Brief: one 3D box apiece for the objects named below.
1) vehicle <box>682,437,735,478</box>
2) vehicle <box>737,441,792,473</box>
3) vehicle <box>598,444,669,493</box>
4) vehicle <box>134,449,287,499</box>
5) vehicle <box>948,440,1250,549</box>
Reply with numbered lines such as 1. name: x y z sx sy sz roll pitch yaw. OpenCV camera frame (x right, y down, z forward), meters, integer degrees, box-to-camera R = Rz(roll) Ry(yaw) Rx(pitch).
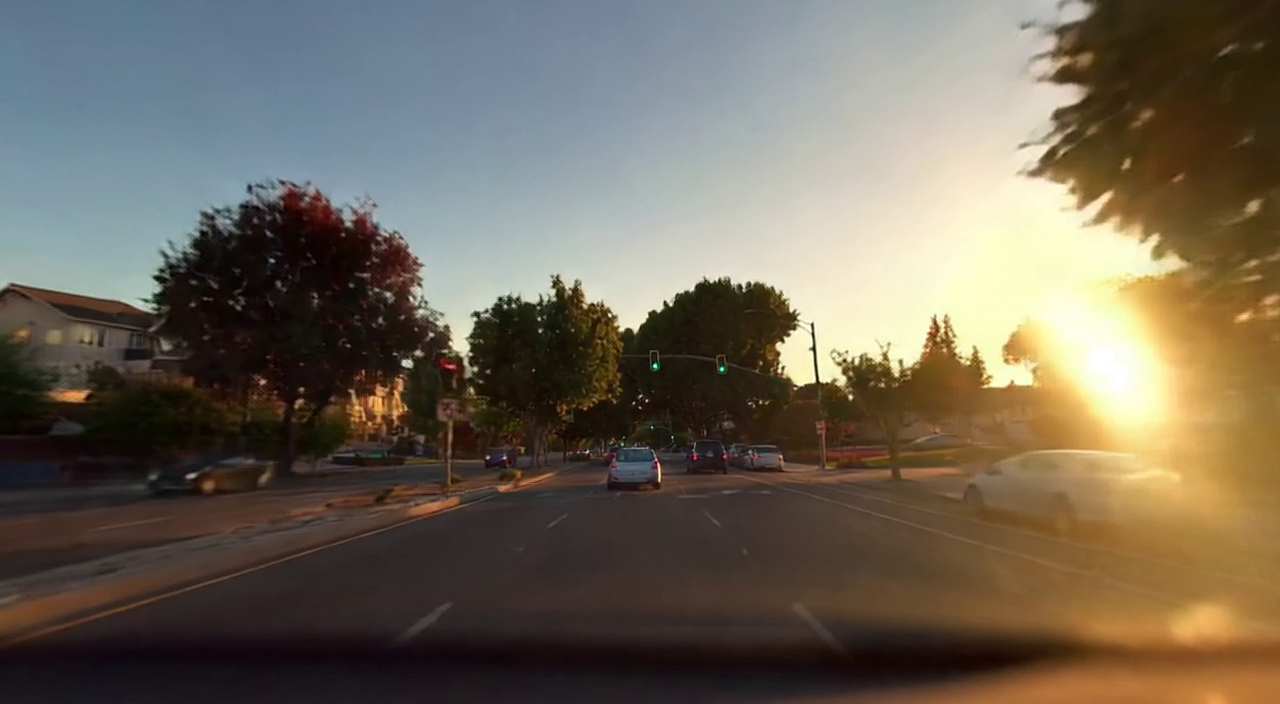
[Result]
1. vehicle: 3.264 5.149 31.003 2.073 1.822 4.276 0 -8 0
2. vehicle: 7.582 6.466 38.865 2.184 1.786 5.497 1 -10 -1
3. vehicle: -0.213 3.822 21.099 2.140 1.474 4.026 0 -8 0
4. vehicle: -14.502 4.104 21.701 1.901 1.468 4.689 0 -8 1
5. vehicle: 7.485 2.311 11.009 1.980 1.497 4.345 0 -8 0
